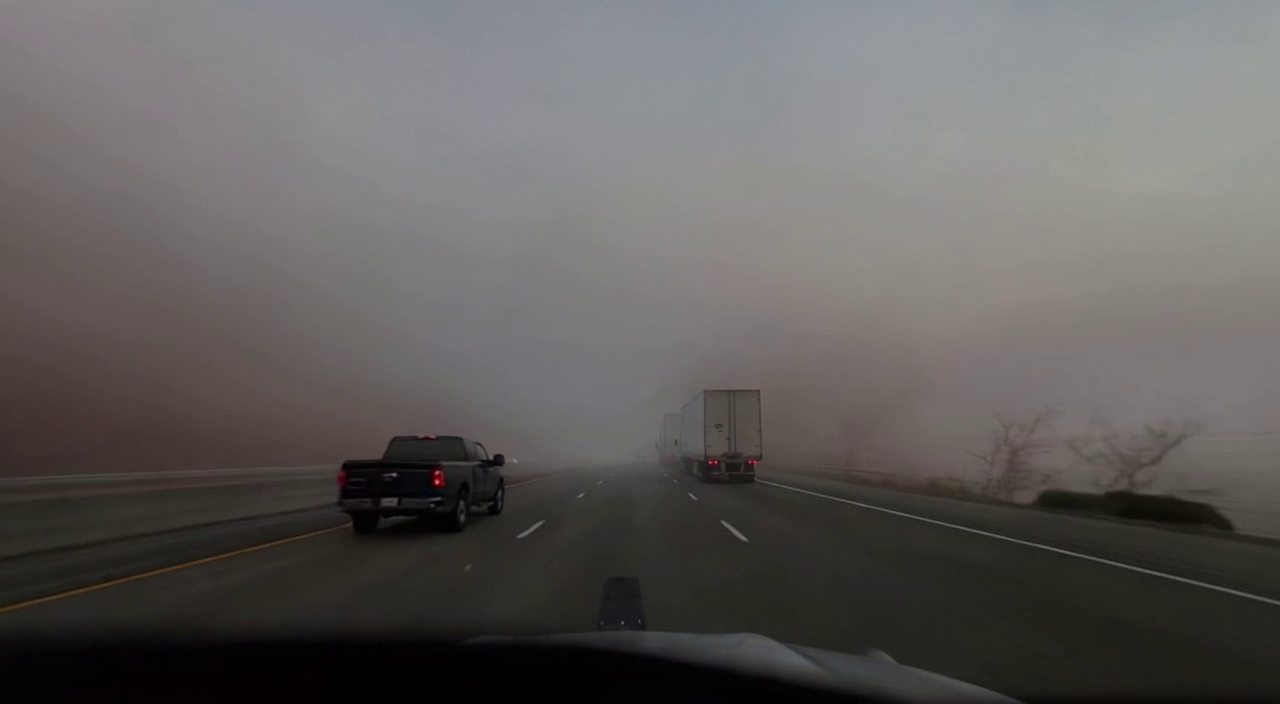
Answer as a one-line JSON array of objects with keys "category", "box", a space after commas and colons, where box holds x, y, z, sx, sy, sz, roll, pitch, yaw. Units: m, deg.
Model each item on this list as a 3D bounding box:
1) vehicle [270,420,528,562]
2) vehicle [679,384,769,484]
[{"category": "vehicle", "box": [-3.503, 2.139, 10.479, 2.291, 1.788, 4.825, 0, -9, 1]}, {"category": "vehicle", "box": [4.046, 4.603, 34.143, 2.826, 4.269, 14.176, 0, -9, 0]}]
